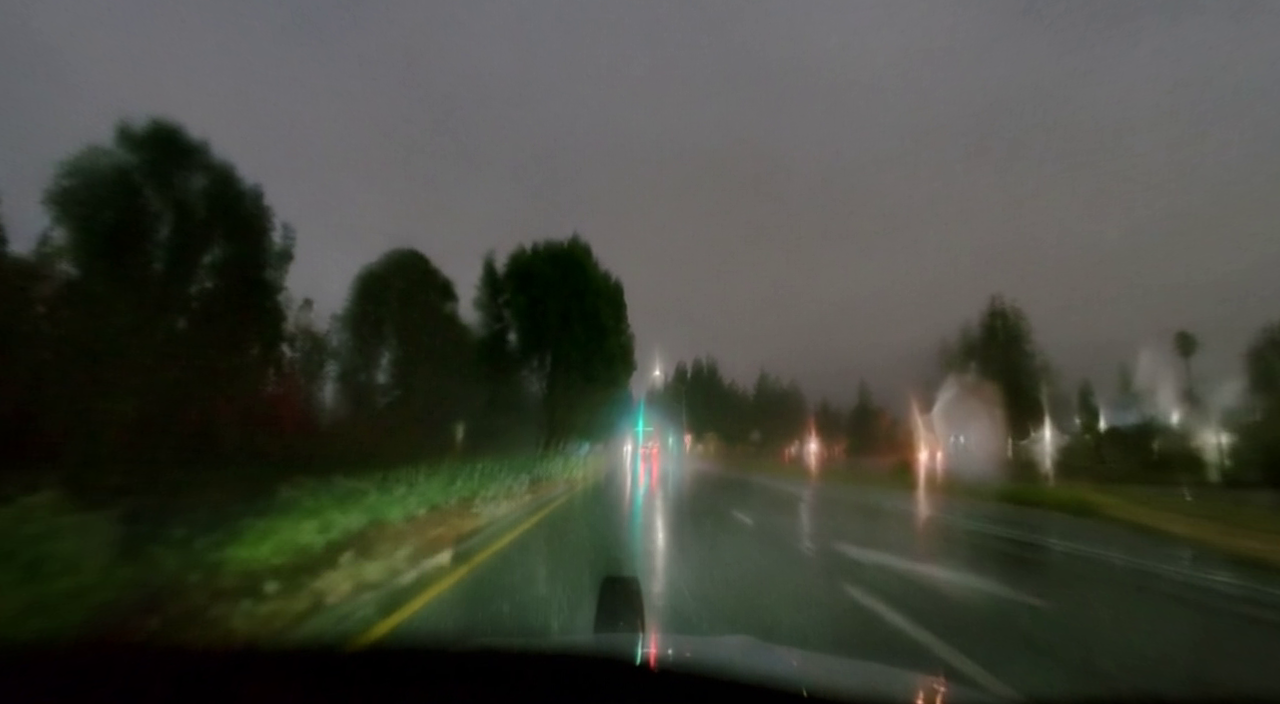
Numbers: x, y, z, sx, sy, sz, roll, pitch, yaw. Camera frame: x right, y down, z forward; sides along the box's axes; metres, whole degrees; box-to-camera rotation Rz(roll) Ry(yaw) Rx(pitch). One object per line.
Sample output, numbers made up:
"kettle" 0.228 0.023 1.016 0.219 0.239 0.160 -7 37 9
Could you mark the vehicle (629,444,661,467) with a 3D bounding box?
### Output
"vehicle" 0.347 8.166 49.834 2.183 1.744 4.424 0 -9 -3
